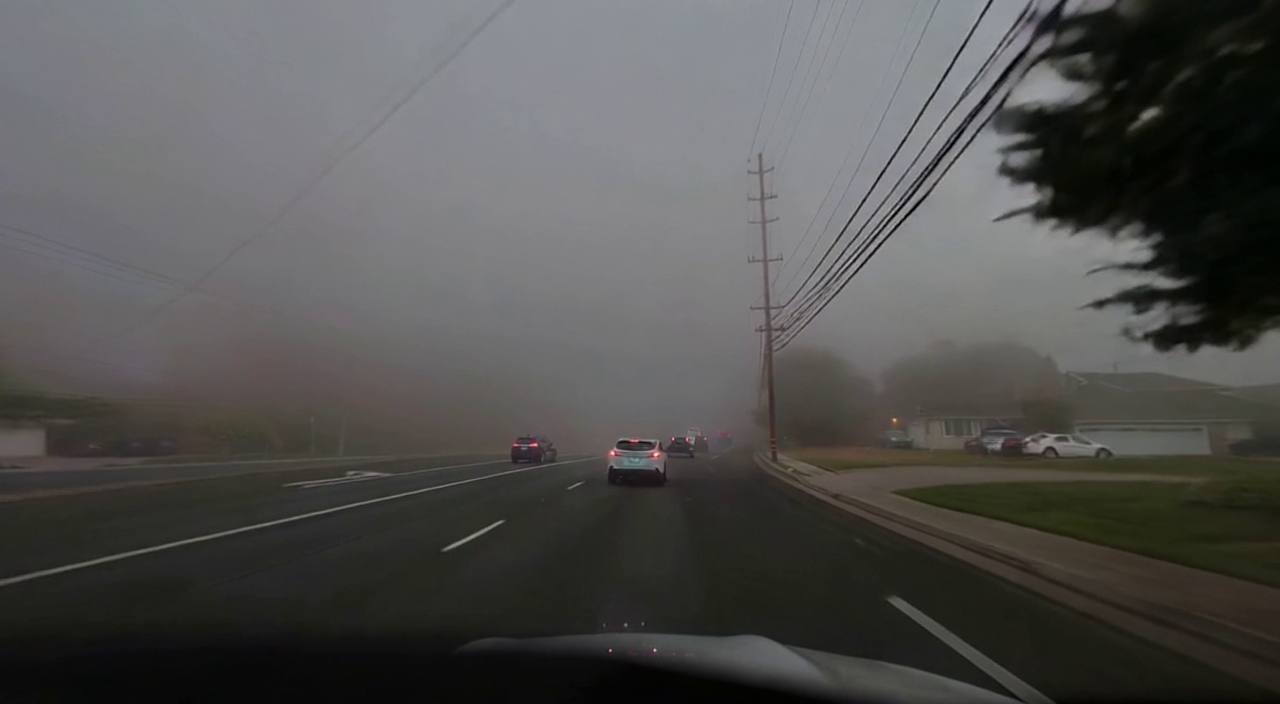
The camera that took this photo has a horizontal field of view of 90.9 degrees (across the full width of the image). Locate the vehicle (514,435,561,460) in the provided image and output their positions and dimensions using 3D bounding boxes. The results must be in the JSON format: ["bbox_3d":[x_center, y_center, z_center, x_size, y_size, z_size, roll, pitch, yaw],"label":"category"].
[{"bbox_3d":[-6.456,6.084,40.284,1.983,1.485,4.159,-1,-8,5],"label":"vehicle"}]

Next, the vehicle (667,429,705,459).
[{"bbox_3d":[3.203,6.289,43.030,2.158,1.939,4.935,-1,-9,9],"label":"vehicle"}]

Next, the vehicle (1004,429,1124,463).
[{"bbox_3d":[21.721,4.825,32.456,4.674,1.500,1.889,1,-9,8],"label":"vehicle"}]

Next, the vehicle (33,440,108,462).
[{"bbox_3d":[-42.620,7.372,47.278,1.767,1.469,3.933,-3,-7,4],"label":"vehicle"}]

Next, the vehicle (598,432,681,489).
[{"bbox_3d":[0.106,3.172,18.771,2.117,1.474,4.036,-1,-8,5],"label":"vehicle"}]

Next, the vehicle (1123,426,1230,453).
[{"bbox_3d":[33.975,5.545,40.029,4.689,1.603,1.929,-3,-7,11],"label":"vehicle"}]

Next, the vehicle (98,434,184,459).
[{"bbox_3d":[-36.418,6.910,46.184,1.866,1.739,4.941,-1,-8,5],"label":"vehicle"}]
